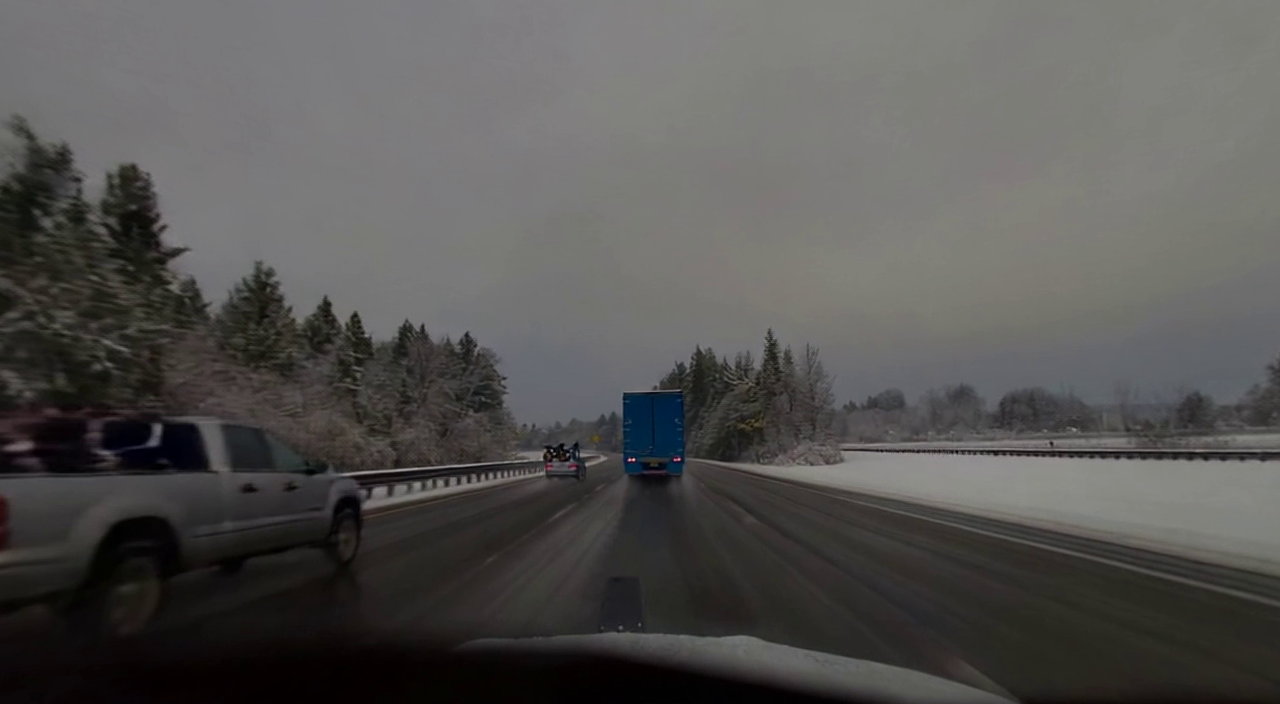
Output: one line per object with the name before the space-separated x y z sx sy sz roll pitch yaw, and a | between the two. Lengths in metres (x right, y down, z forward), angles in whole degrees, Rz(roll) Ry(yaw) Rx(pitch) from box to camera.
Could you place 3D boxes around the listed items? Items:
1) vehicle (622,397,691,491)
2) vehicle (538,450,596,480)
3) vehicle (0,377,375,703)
vehicle | 0.870 4.511 30.726 2.821 3.878 8.925 0 -9 2
vehicle | -3.597 5.672 31.867 2.133 1.358 4.870 0 -9 3
vehicle | -4.195 1.240 4.993 2.018 1.632 4.722 0 -9 2
